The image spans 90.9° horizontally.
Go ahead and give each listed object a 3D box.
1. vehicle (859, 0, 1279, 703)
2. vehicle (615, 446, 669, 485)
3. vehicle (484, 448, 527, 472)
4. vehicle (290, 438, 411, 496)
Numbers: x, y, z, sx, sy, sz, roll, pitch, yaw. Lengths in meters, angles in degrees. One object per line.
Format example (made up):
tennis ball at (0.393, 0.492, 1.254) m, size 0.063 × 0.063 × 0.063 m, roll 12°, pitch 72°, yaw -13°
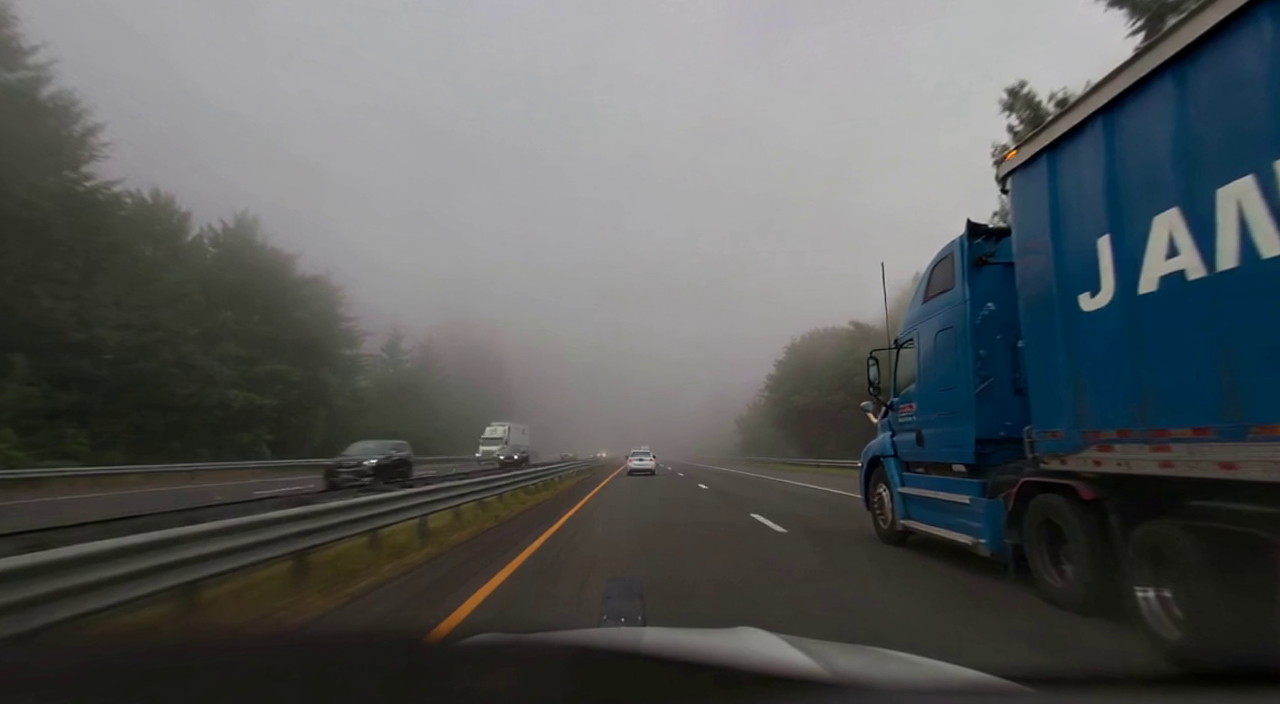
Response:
vehicle at (4.446, 0.196, 5.306) m, size 3.010 × 3.911 × 5.858 m, roll 0°, pitch -9°, yaw 0°
vehicle at (0.060, 4.807, 27.033) m, size 2.114 × 1.523 × 4.012 m, roll 0°, pitch -9°, yaw 0°
vehicle at (-8.996, 7.245, 42.555) m, size 1.930 × 1.479 × 4.706 m, roll 0°, pitch -9°, yaw 0°
vehicle at (-8.901, 3.549, 19.782) m, size 1.878 × 1.590 × 3.982 m, roll 0°, pitch -9°, yaw 0°
